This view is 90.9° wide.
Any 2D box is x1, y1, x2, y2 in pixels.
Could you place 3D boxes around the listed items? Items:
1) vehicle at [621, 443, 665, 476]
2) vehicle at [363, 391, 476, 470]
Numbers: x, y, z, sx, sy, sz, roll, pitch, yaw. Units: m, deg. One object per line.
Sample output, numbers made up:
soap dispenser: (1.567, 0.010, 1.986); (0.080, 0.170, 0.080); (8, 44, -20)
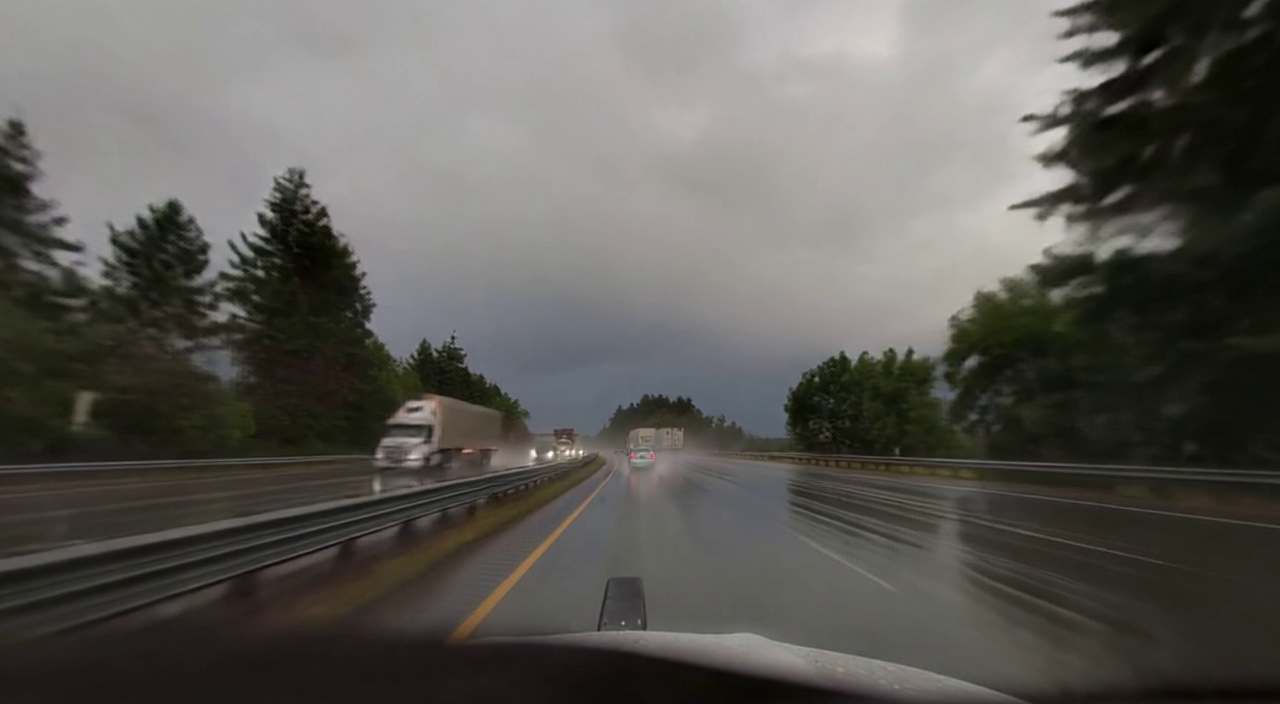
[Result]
vehicle: (0.100, 5.333, 31.445); (2.069, 1.523, 4.012); (0, -8, -1)
vehicle: (-12.617, 4.757, 37.420); (3.015, 4.010, 10.258); (0, -9, 0)
